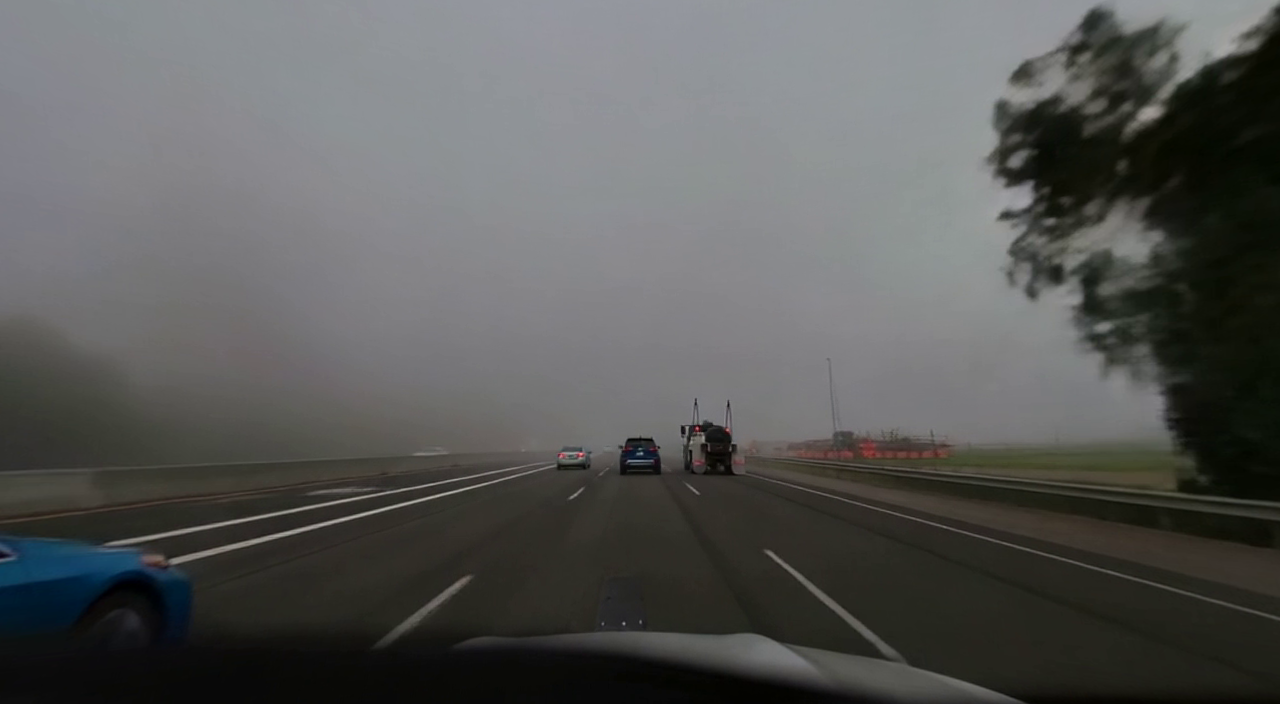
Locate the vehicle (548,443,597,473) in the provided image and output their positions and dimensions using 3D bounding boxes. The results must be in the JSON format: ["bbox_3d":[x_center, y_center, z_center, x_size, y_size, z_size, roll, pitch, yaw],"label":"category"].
[{"bbox_3d":[-3.542,5.697,34.105,2.096,1.469,4.319,0,-8,1],"label":"vehicle"}]

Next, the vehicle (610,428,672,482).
[{"bbox_3d":[0.069,4.184,25.971,2.308,1.993,4.631,0,-8,1],"label":"vehicle"}]

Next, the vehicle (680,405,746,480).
[{"bbox_3d":[4.030,5.301,36.925,2.793,3.828,9.580,0,-8,1],"label":"vehicle"}]
